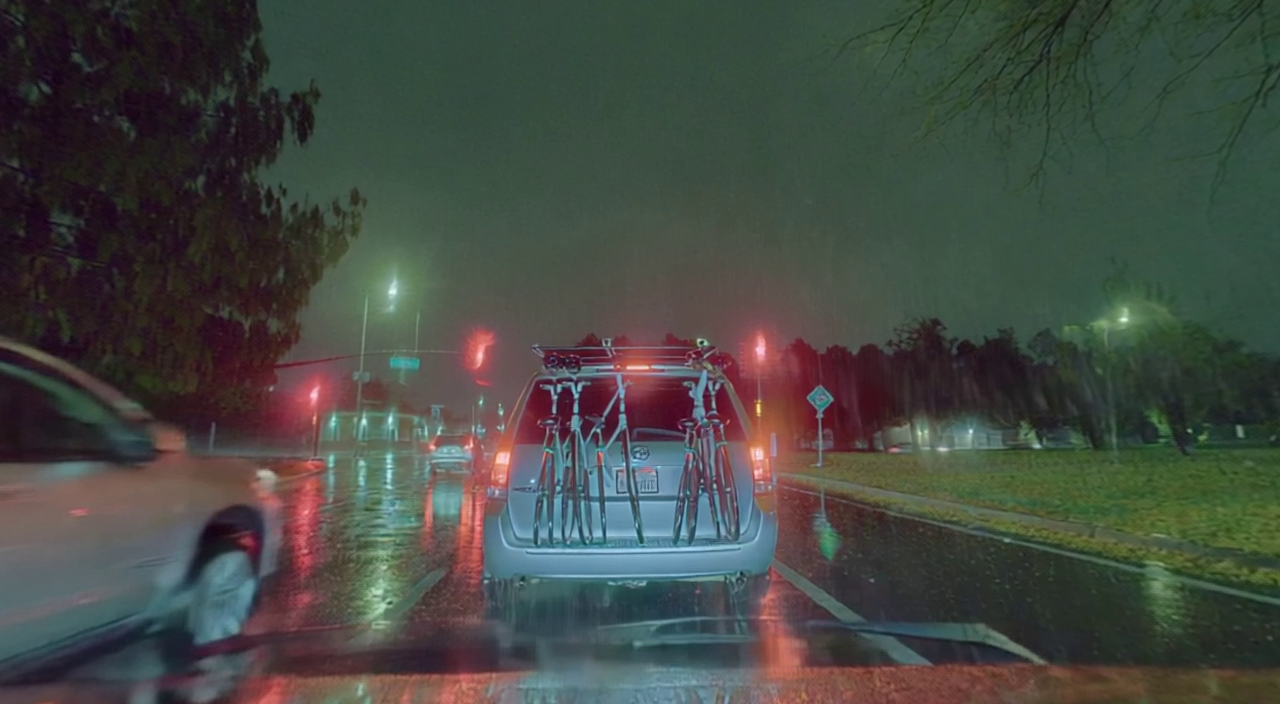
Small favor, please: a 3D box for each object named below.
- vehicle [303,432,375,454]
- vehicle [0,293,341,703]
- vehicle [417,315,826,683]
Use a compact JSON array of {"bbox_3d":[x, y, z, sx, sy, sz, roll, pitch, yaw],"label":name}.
[{"bbox_3d":[-23.178,7.055,48.722,4.576,1.632,1.960,1,-9,-8],"label":"vehicle"},{"bbox_3d":[-3.476,0.715,2.180,2.337,1.858,5.409,0,-8,-1],"label":"vehicle"},{"bbox_3d":[-0.243,1.156,6.010,2.333,2.087,4.586,1,-8,-4],"label":"vehicle"}]
